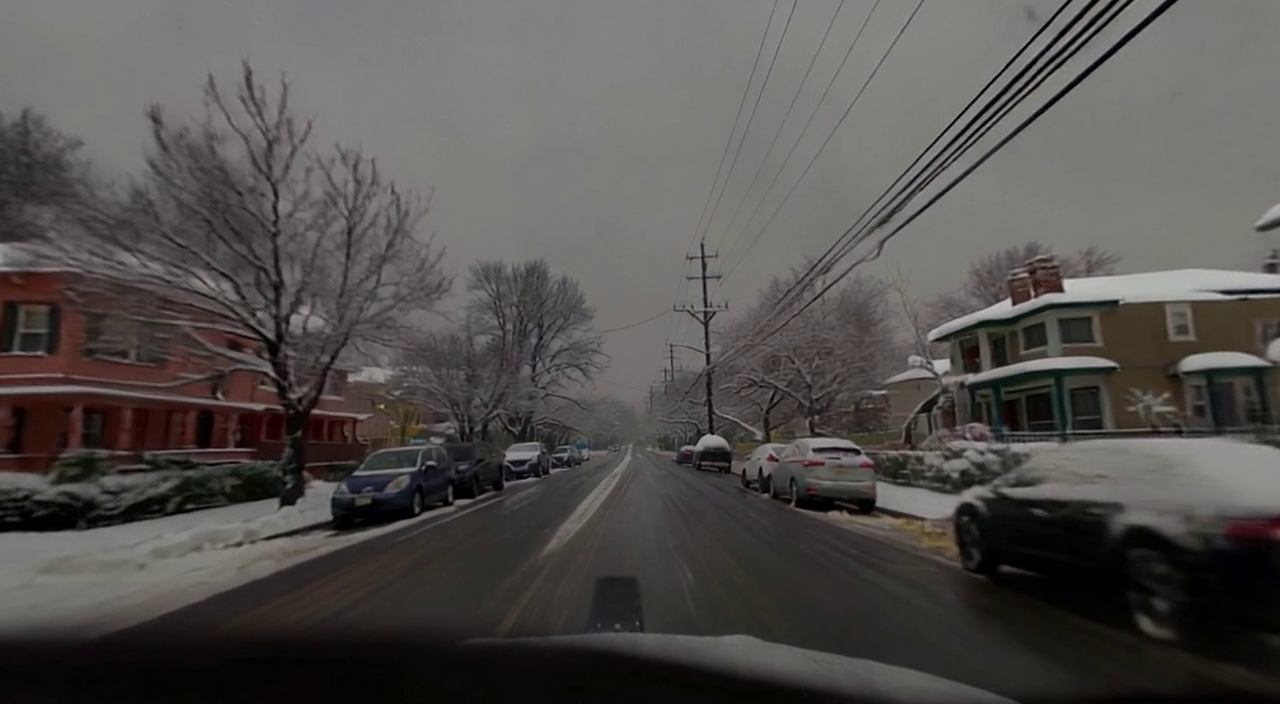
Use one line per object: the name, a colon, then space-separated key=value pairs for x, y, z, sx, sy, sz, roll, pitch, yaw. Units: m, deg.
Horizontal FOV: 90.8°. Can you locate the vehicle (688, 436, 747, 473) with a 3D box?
vehicle: x=4.084 y=5.543 z=34.474 sx=2.279 sy=1.848 sz=5.577 roll=1 pitch=-8 yaw=-3

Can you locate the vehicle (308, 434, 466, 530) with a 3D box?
vehicle: x=-5.434 y=2.778 z=14.217 sx=1.873 sy=1.709 sz=4.206 roll=-4 pitch=-8 yaw=-1

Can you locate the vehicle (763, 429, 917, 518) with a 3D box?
vehicle: x=4.175 y=2.606 z=14.109 sx=1.979 sy=1.620 sz=4.684 roll=0 pitch=-8 yaw=1

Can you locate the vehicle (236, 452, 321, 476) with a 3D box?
vehicle: x=-23.048 y=7.140 z=40.405 sx=4.304 sy=1.443 sz=1.819 roll=-1 pitch=-9 yaw=2

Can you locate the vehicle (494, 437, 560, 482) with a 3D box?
vehicle: x=-5.453 y=5.210 z=31.265 sx=2.285 sy=1.895 sz=5.883 roll=-2 pitch=-8 yaw=-2

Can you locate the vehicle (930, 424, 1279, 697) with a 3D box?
vehicle: x=4.349 y=1.377 z=5.157 sx=1.893 sy=1.437 sz=4.369 roll=0 pitch=-8 yaw=0
